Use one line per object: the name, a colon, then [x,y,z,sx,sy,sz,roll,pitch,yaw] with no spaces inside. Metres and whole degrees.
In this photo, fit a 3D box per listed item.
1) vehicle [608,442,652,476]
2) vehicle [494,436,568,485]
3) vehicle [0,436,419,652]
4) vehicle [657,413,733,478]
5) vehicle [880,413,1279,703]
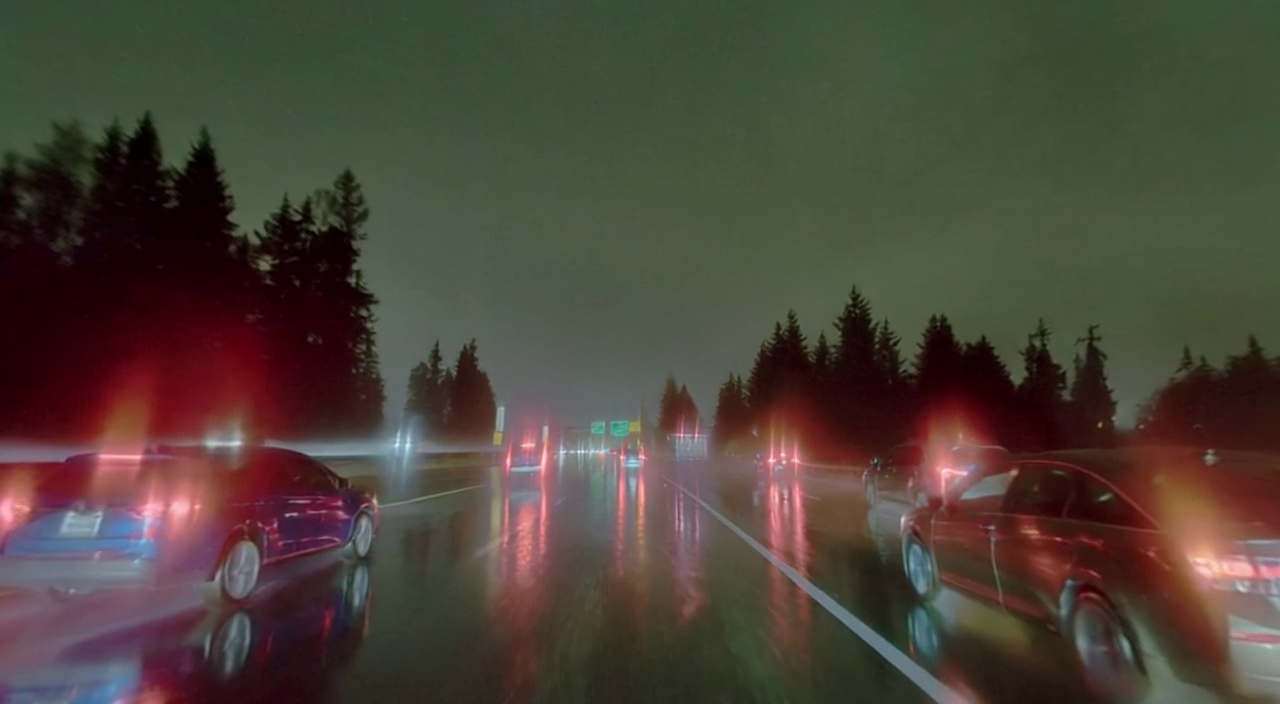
vehicle: [-0.553,5.755,34.111,2.235,1.682,4.094,0,-9,-1]
vehicle: [-4.307,4.407,25.788,2.176,1.783,4.799,0,-9,0]
vehicle: [-4.072,1.629,6.465,1.947,1.424,4.264,0,-9,2]
vehicle: [2.989,5.715,38.358,3.426,3.279,12.313,0,-9,0]
vehicle: [3.124,1.154,3.288,2.031,1.504,4.327,0,-9,0]
